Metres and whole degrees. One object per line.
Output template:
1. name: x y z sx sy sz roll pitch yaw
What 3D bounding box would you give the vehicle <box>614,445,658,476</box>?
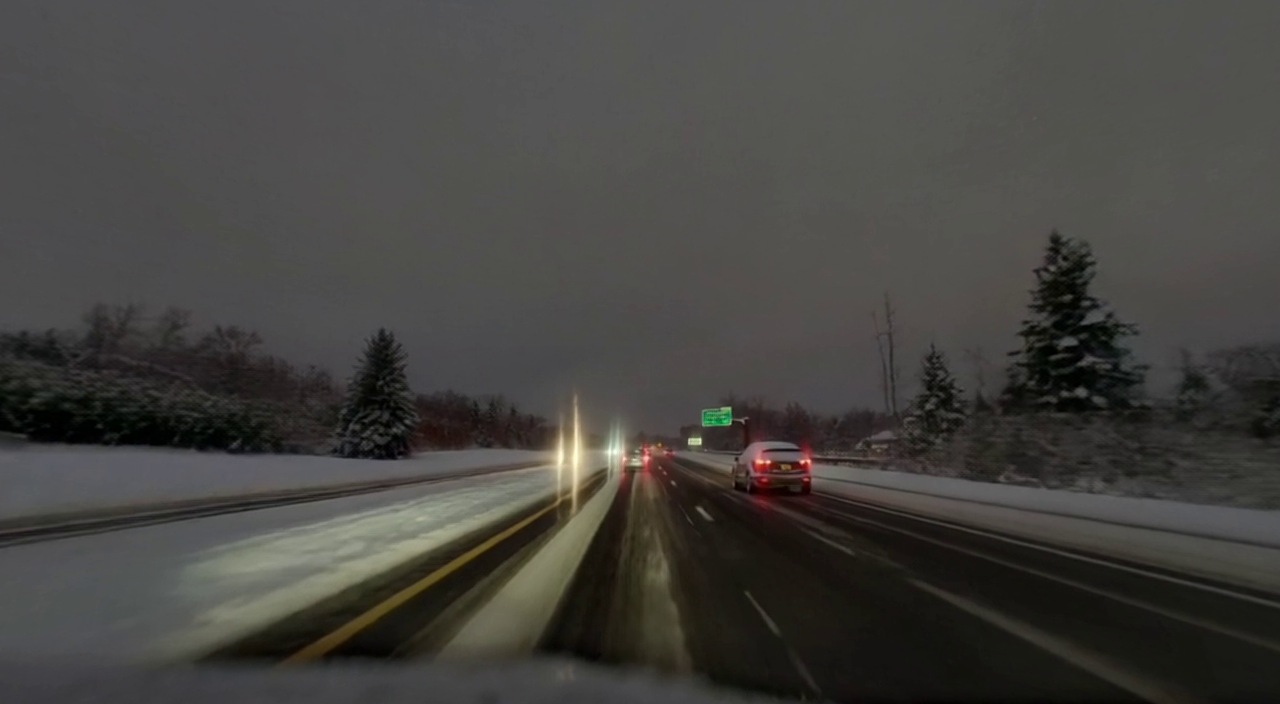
1. vehicle: -0.141 5.891 34.260 2.084 1.594 4.219 -1 -9 4

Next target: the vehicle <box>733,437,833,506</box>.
1. vehicle: 3.663 3.118 16.762 1.969 1.595 3.964 -1 -9 4
